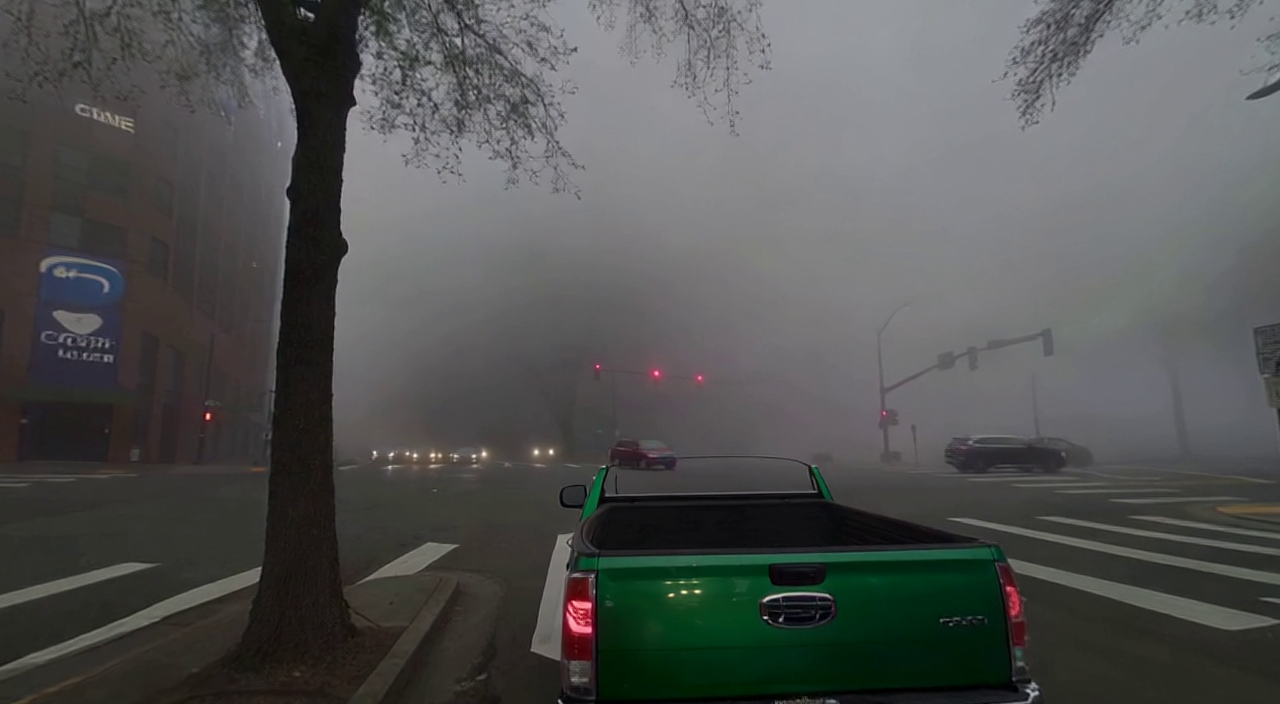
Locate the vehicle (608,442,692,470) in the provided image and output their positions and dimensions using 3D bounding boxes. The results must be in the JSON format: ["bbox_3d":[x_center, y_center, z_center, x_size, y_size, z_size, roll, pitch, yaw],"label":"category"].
[{"bbox_3d":[0.508,5.682,34.732,4.457,1.464,1.879,-7,-11,41],"label":"vehicle"}]

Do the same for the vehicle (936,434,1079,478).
[{"bbox_3d":[17.200,4.862,29.666,5.667,1.927,2.289,2,-9,-14],"label":"vehicle"}]

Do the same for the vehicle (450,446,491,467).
[{"bbox_3d":[-12.599,7.766,47.093,1.946,1.474,4.008,0,-9,0],"label":"vehicle"}]

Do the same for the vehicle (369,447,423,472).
[{"bbox_3d":[-16.247,7.146,42.252,1.883,1.586,4.297,0,-9,0],"label":"vehicle"}]
